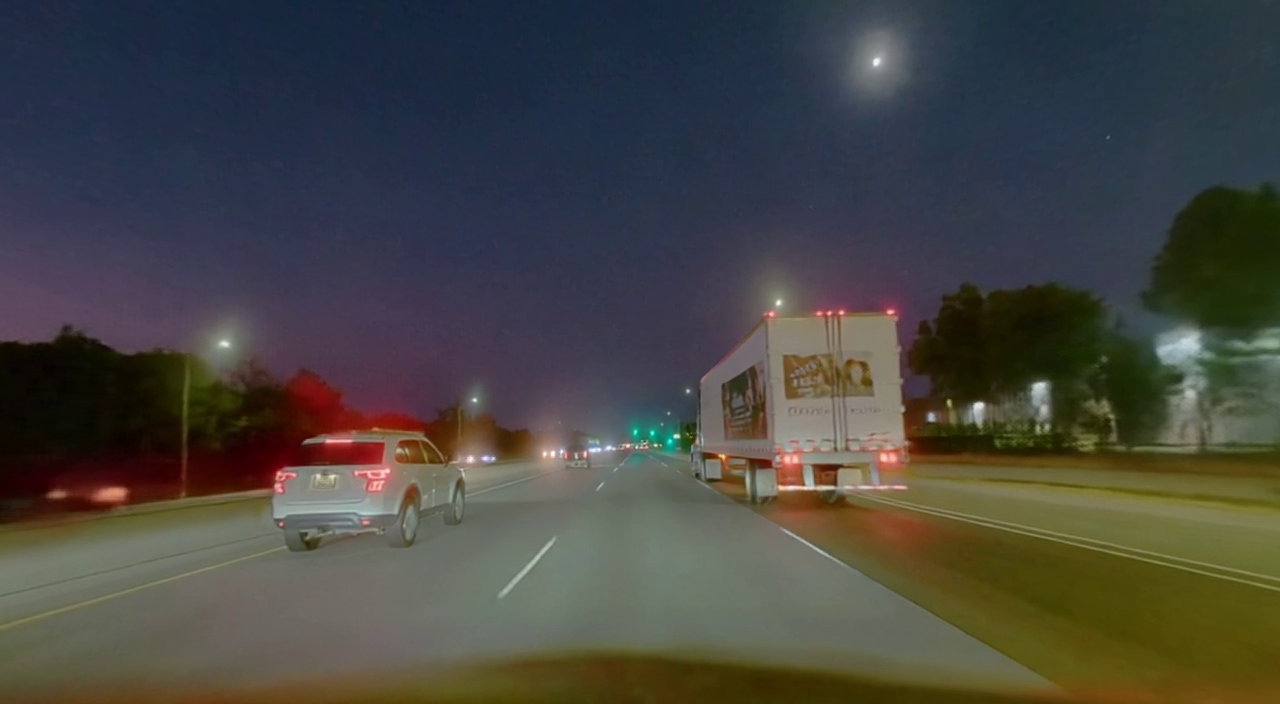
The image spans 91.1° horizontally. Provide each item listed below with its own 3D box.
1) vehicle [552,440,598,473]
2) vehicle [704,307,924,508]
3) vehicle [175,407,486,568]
[{"bbox_3d":[-3.620,5.906,35.748,2.139,1.716,4.530,0,-9,0],"label":"vehicle"},{"bbox_3d":[4.325,2.185,20.162,2.998,4.236,13.886,0,-9,0],"label":"vehicle"},{"bbox_3d":[-3.992,1.854,9.320,2.202,1.760,4.617,0,-9,1],"label":"vehicle"}]
